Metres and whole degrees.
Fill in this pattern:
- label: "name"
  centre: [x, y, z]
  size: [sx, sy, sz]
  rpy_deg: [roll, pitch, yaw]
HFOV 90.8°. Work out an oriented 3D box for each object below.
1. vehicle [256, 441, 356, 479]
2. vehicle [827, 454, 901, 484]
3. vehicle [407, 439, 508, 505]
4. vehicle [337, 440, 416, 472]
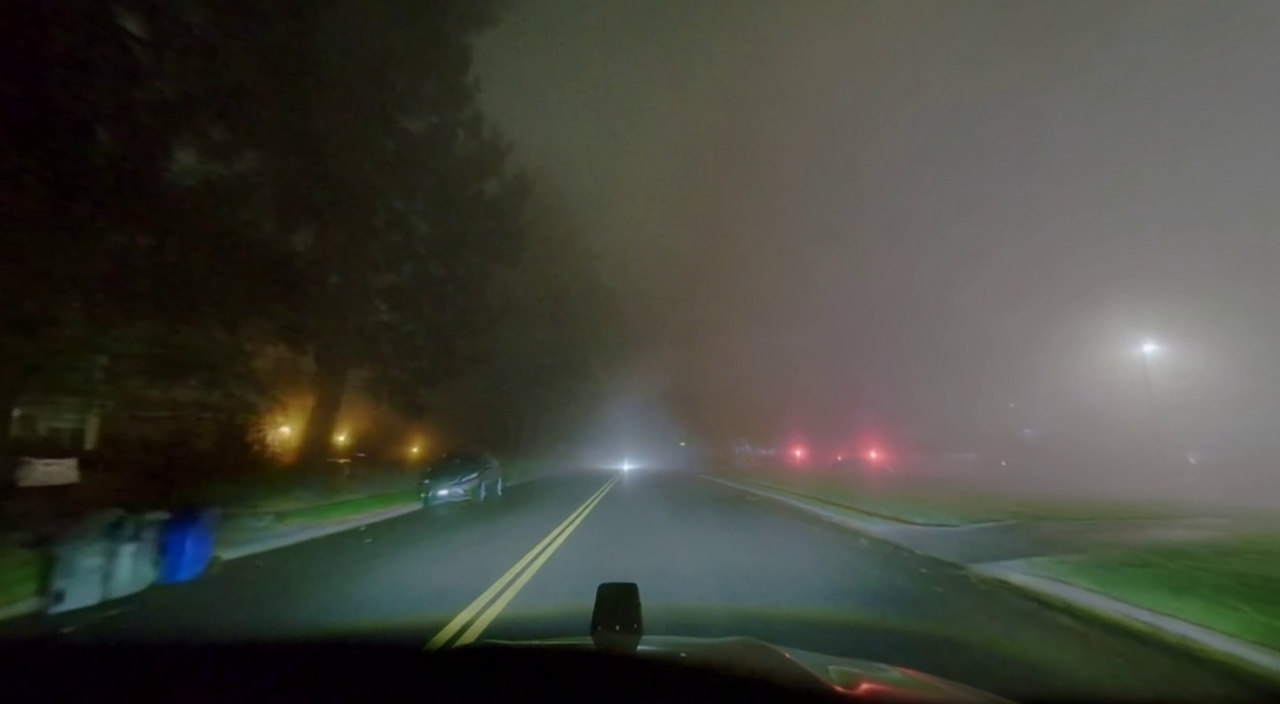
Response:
- label: "vehicle"
  centre: [-17.091, 5.528, 32.309]
  size: [4.742, 1.495, 1.963]
  rpy_deg: [-9, -11, 23]
- label: "vehicle"
  centre: [14.591, 7.547, 41.105]
  size: [4.231, 1.493, 1.941]
  rpy_deg: [0, -8, 32]
- label: "vehicle"
  centre: [-5.856, 4.022, 20.819]
  size: [1.924, 1.765, 4.542]
  rpy_deg: [-5, -13, 0]
- label: "vehicle"
  centre: [-17.460, 6.895, 41.775]
  size: [4.918, 1.918, 2.002]
  rpy_deg: [-7, -11, 25]
